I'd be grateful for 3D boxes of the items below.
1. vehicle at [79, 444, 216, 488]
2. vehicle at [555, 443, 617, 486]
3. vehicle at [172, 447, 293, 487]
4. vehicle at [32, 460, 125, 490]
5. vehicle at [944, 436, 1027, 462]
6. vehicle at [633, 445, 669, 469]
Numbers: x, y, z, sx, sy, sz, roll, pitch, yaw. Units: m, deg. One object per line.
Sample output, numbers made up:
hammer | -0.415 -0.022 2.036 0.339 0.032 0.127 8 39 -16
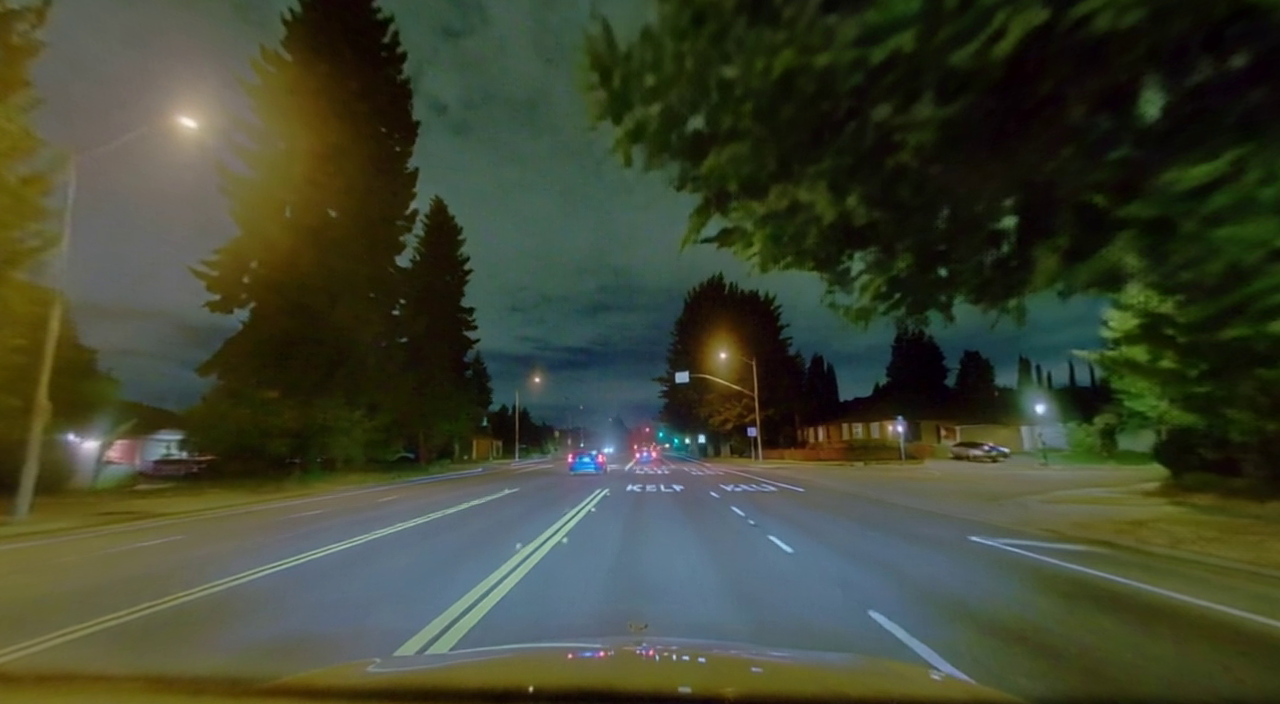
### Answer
vehicle | -27.868 6.419 36.041 2.161 2.233 5.937 -2 -9 14
vehicle | -1.978 4.278 24.391 2.158 1.469 4.909 0 -9 -2
vehicle | -22.357 6.278 34.950 2.173 1.849 5.752 -5 -9 12
vehicle | -33.160 7.235 37.357 1.774 1.484 3.684 -5 -9 13
vehicle | 22.838 6.424 41.744 4.318 1.601 1.975 0 -9 -3
vehicle | 0.697 6.902 41.730 2.226 1.505 4.128 0 -9 0
